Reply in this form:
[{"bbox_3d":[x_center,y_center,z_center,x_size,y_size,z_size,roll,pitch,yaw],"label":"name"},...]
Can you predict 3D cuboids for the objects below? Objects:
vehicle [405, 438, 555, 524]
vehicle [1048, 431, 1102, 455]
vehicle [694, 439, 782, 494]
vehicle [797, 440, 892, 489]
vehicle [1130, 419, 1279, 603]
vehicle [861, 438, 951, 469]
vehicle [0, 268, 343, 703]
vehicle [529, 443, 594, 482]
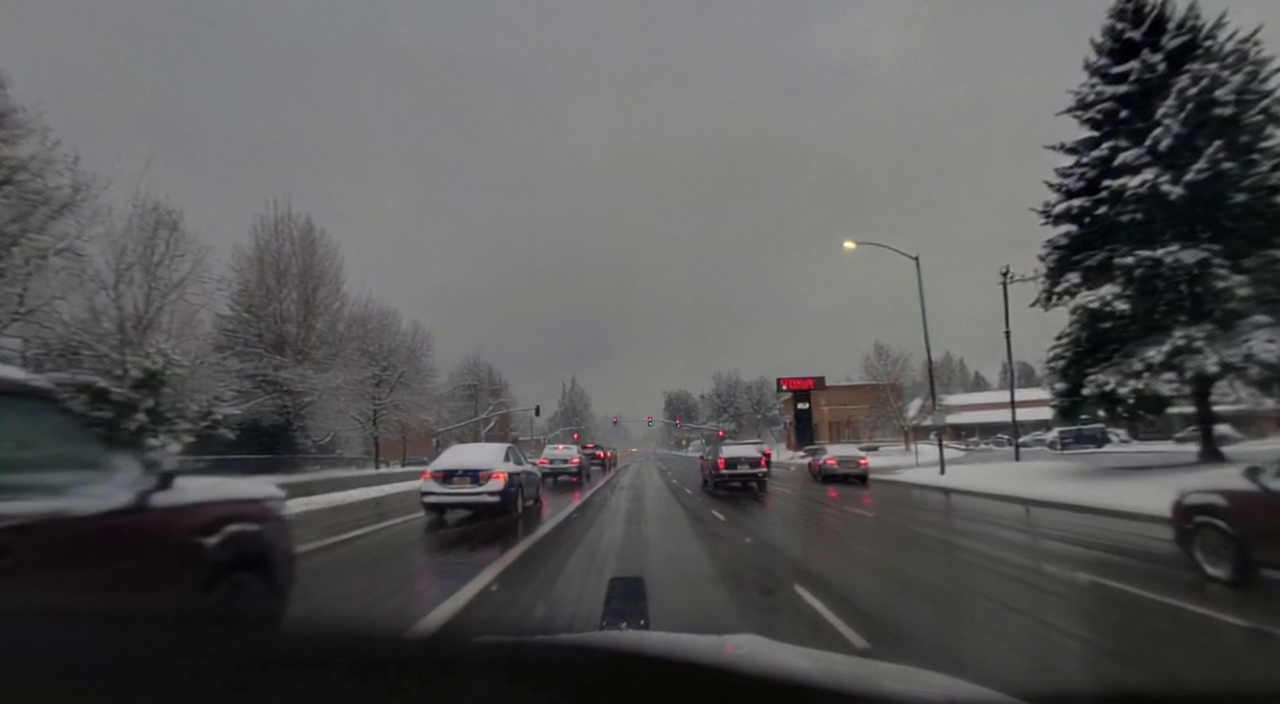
[{"bbox_3d":[-3.080,2.580,13.195,1.952,1.457,4.372,-1,-9,1],"label":"vehicle"},{"bbox_3d":[29.383,6.128,42.688,1.793,1.478,4.462,-4,-9,20],"label":"vehicle"},{"bbox_3d":[2.894,3.496,19.581,2.004,1.512,4.206,0,-9,0],"label":"vehicle"},{"bbox_3d":[7.170,3.978,22.679,2.070,1.547,4.941,-1,-9,4],"label":"vehicle"},{"bbox_3d":[6.337,1.209,4.499,1.881,1.540,4.750,0,-9,1],"label":"vehicle"},{"bbox_3d":[14.940,5.666,35.405,4.337,1.614,2.043,3,-9,-20],"label":"vehicle"},{"bbox_3d":[-2.899,0.646,1.621,2.117,1.799,4.442,0,-9,-1],"label":"vehicle"},{"bbox_3d":[-3.194,4.633,26.705,2.087,1.494,4.626,-1,-9,1],"label":"vehicle"}]
